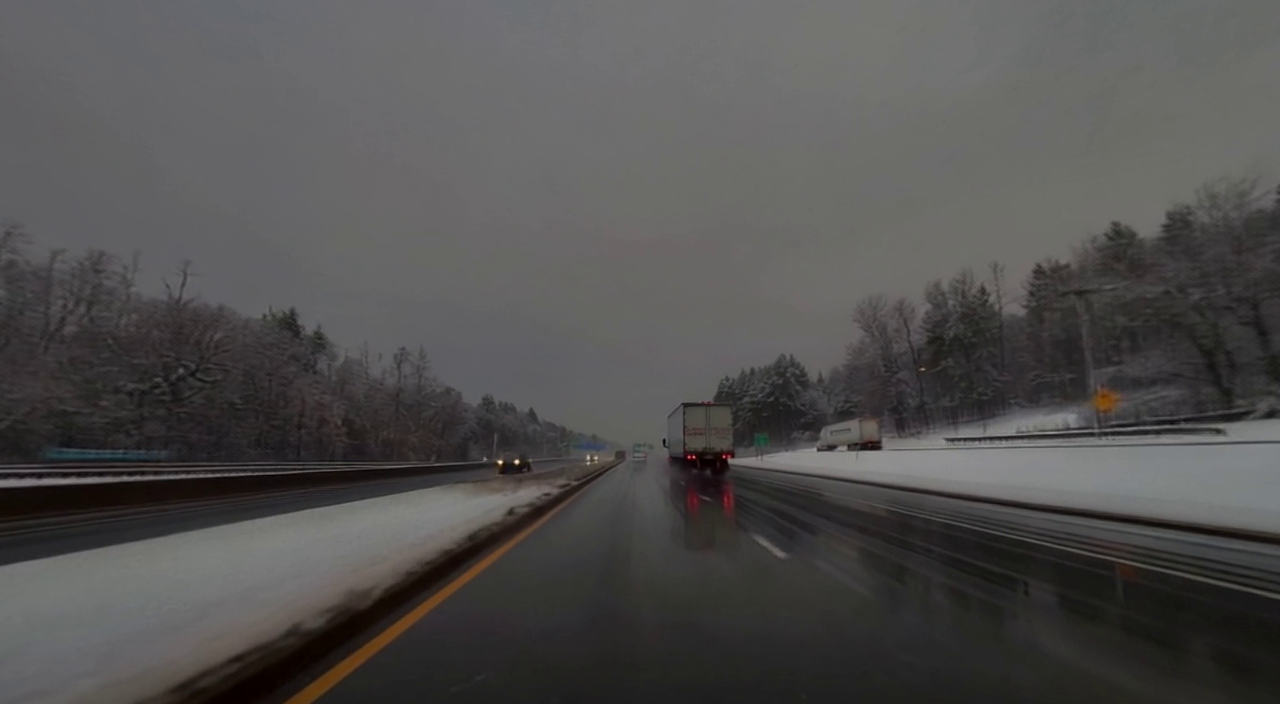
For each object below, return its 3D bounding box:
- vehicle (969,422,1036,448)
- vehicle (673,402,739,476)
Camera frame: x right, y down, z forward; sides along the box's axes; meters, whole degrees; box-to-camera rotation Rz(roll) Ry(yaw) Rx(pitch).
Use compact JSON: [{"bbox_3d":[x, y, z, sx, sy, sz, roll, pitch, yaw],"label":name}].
[{"bbox_3d":[22.726,5.252,39.609,1.800,1.506,3.851,0,-9,-2],"label":"vehicle"},{"bbox_3d":[4.113,5.944,42.374,3.185,4.154,12.638,0,-9,0],"label":"vehicle"}]
